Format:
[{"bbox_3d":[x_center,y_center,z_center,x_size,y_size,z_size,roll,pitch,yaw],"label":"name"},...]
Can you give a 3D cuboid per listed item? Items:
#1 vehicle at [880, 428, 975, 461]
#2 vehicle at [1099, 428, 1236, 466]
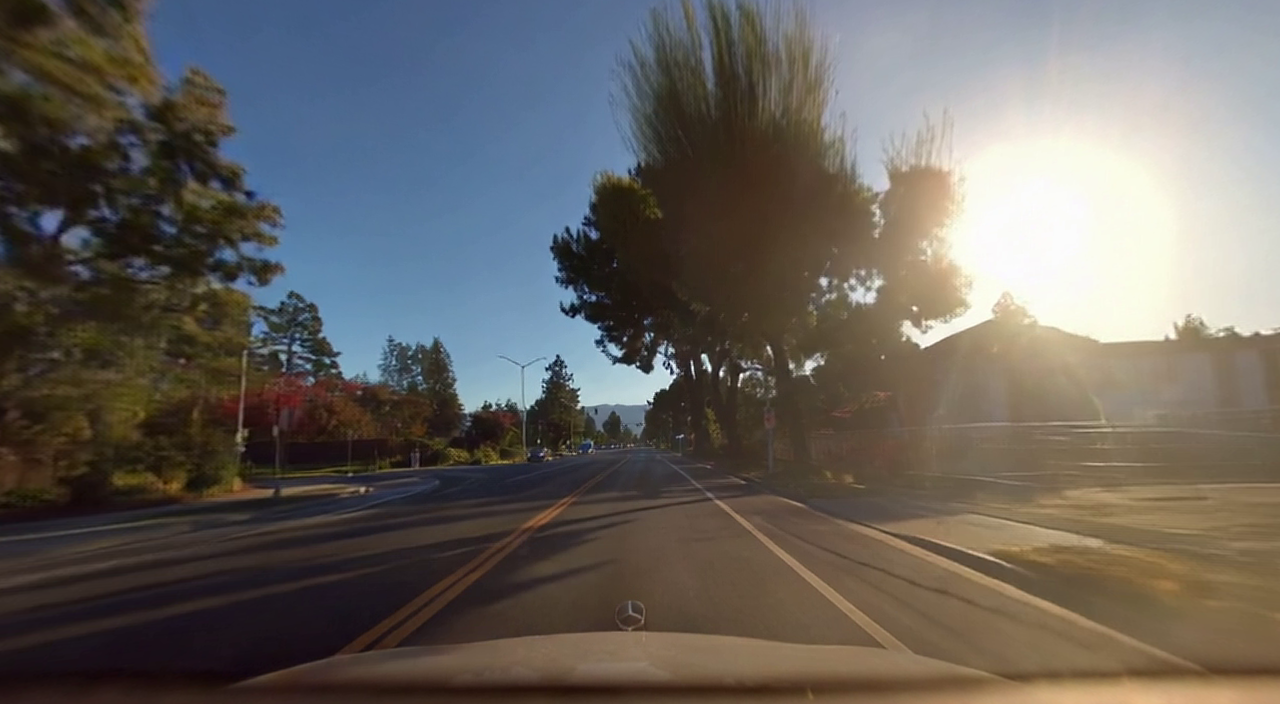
[{"bbox_3d":[18.438,5.966,40.570,4.978,1.991,2.234,-1,-8,3],"label":"vehicle"},{"bbox_3d":[21.309,3.843,25.566,3.879,1.452,1.838,0,-9,0],"label":"vehicle"}]
